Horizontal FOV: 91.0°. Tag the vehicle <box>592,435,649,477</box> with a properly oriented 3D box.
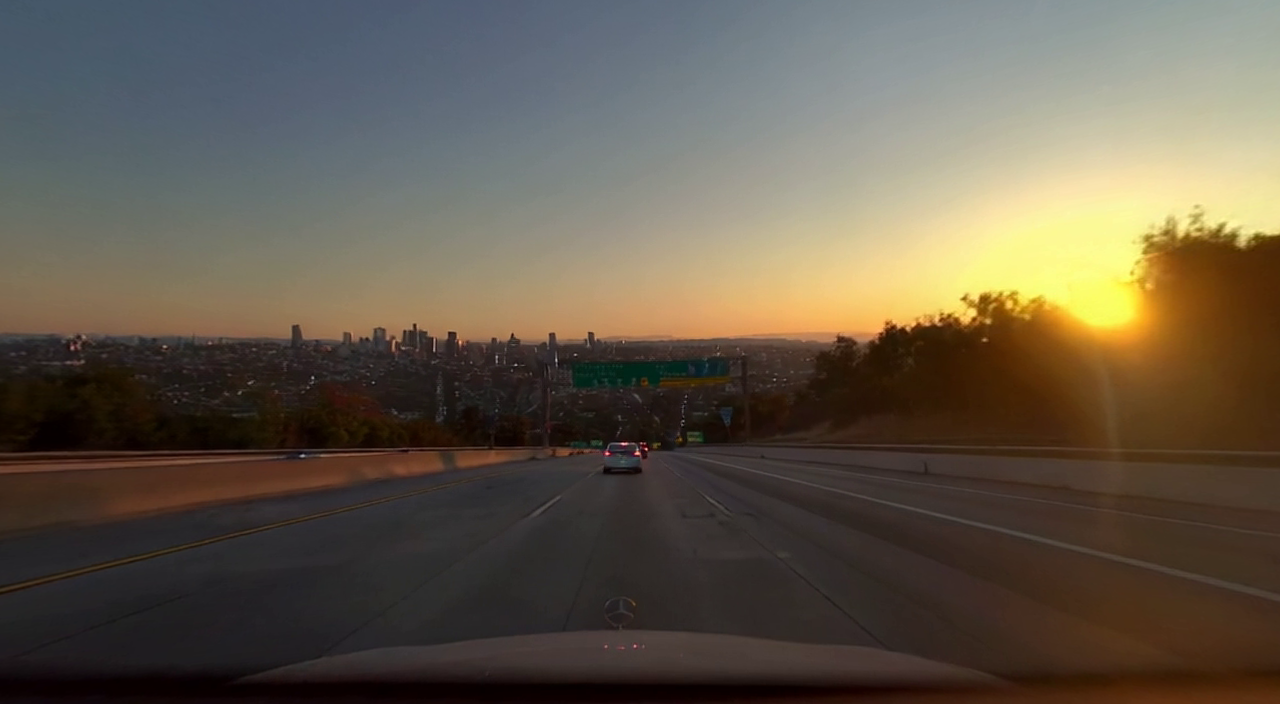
[{"bbox_3d":[-0.738,4.233,25.826,2.147,1.576,3.964,0,-8,0],"label":"vehicle"}]
